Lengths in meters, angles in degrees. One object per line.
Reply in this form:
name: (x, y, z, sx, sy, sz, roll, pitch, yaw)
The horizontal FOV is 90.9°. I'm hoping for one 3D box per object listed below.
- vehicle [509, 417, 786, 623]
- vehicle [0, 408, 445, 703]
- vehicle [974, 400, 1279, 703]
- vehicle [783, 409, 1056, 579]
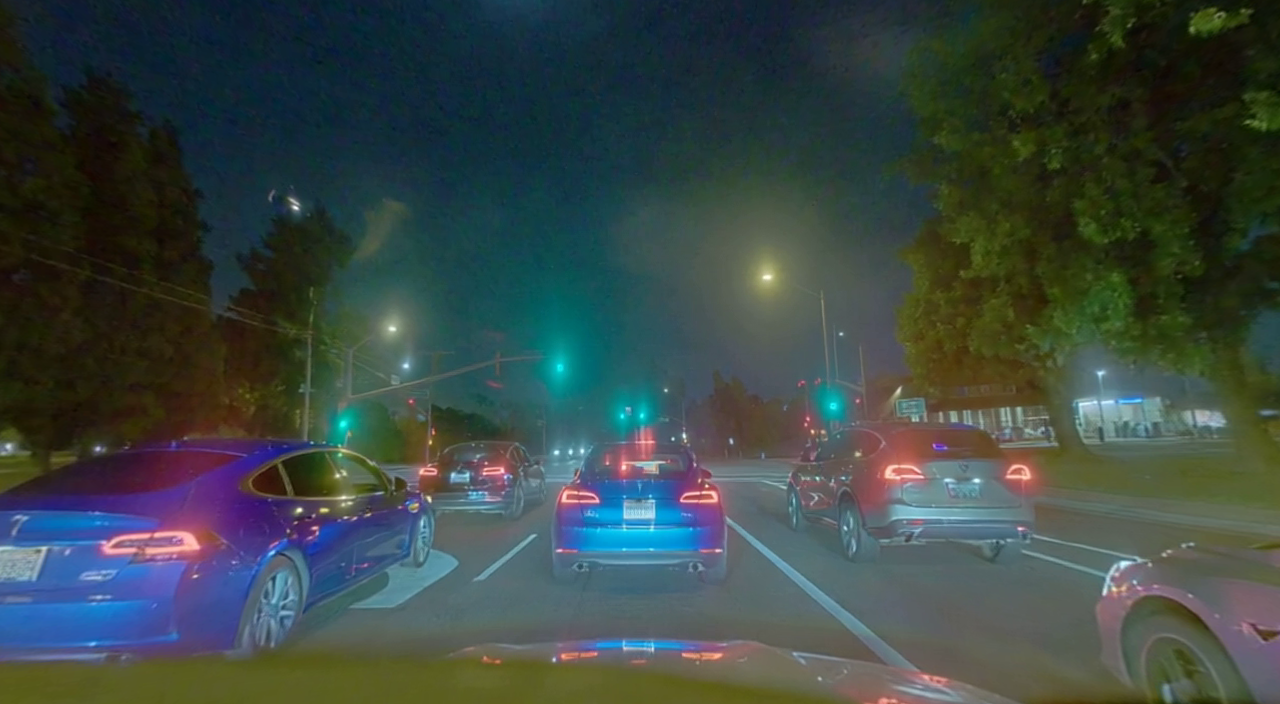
vehicle: (0.024, 1.614, 7.061, 2.144, 1.563, 4.218, 0, -8, -1)
vehicle: (-3.081, 1.271, 4.404, 2.015, 1.478, 4.407, 0, -8, 0)
vehicle: (3.314, 0.897, 2.007, 1.951, 1.522, 4.614, 0, -9, 0)
vehicle: (3.418, 1.804, 8.736, 1.938, 1.732, 4.006, 2, -9, 0)
